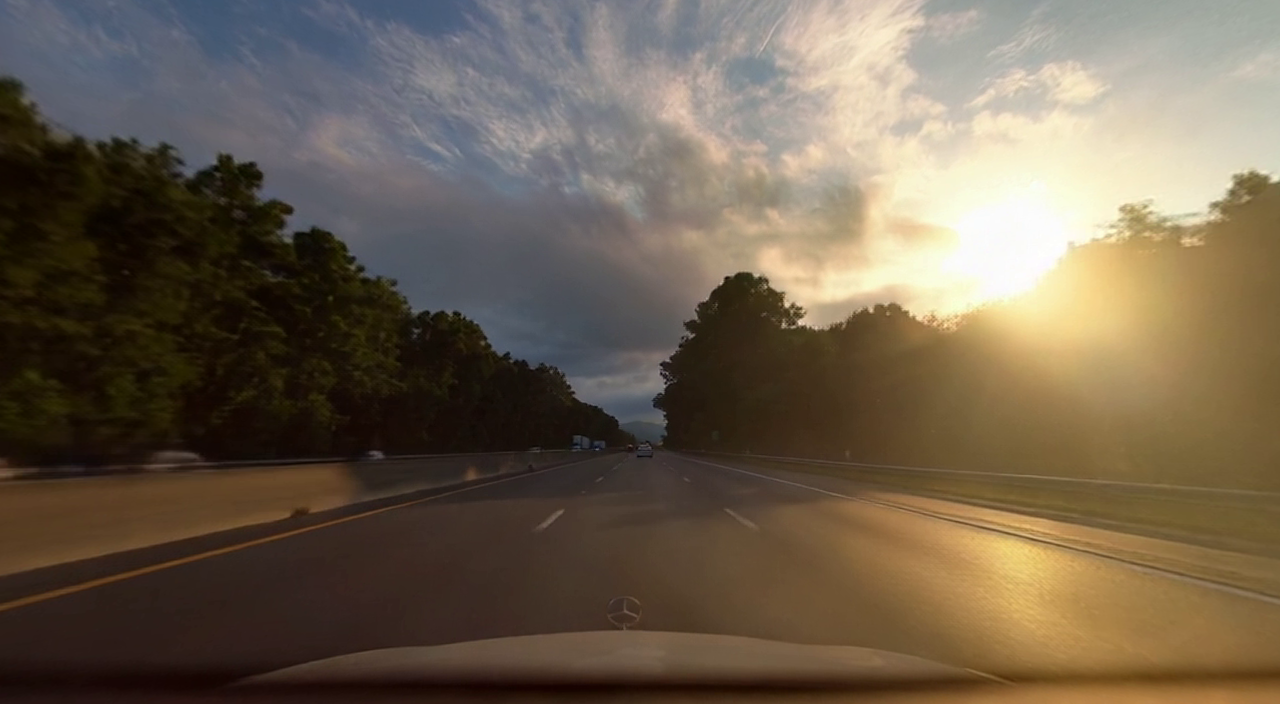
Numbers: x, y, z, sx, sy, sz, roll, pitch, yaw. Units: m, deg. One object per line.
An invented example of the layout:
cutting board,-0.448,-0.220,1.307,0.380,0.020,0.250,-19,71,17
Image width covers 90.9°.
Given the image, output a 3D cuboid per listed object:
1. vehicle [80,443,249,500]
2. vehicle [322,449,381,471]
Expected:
vehicle,-15.596,3.921,21.085,2.012,1.658,4.590,0,-9,0
vehicle,-19.391,7.260,42.565,1.946,1.434,4.168,0,-9,1
